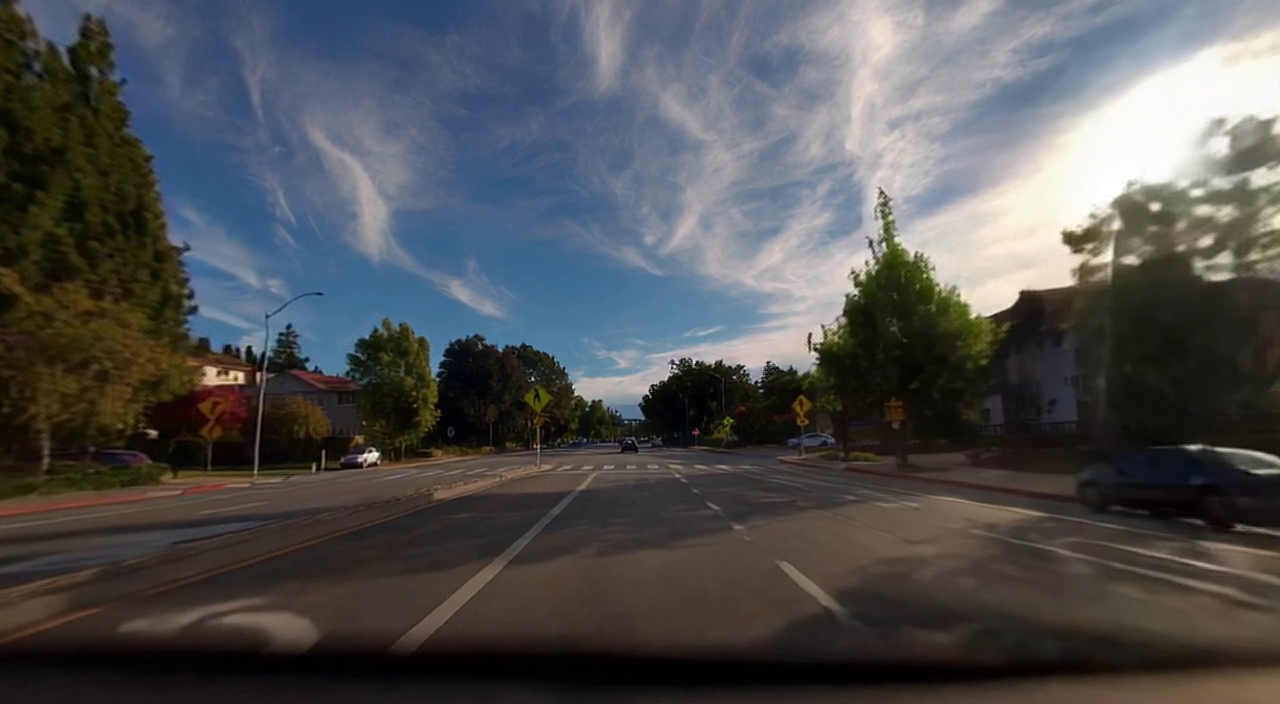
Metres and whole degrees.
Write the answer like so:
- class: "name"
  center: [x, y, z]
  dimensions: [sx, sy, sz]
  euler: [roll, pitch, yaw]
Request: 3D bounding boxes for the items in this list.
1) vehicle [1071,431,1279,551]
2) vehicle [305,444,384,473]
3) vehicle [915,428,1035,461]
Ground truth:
- class: "vehicle"
  center: [8.751, 1.874, 8.943]
  dimensions: [1.925, 1.454, 4.493]
  euler: [0, -8, -3]
- class: "vehicle"
  center: [-20.501, 7.379, 43.977]
  dimensions: [4.534, 1.724, 1.952]
  euler: [-3, -8, 1]
- class: "vehicle"
  center: [16.171, 4.498, 30.735]
  dimensions: [4.719, 1.513, 1.899]
  euler: [-2, -8, 10]
